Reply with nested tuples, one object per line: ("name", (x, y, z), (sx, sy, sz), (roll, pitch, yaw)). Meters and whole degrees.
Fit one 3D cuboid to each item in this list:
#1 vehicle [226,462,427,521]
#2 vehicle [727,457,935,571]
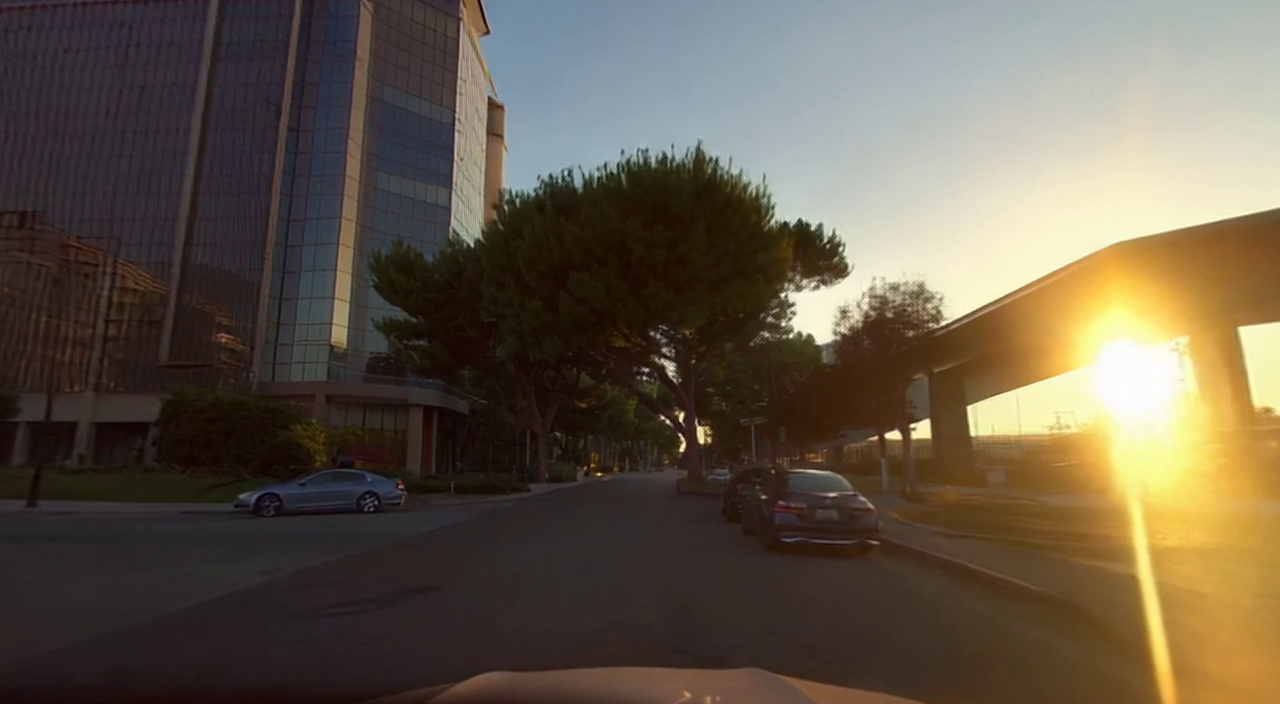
("vehicle", (-8.946, 3.969, 18.216), (4.770, 1.448, 1.983), (9, -14, -38))
("vehicle", (2.752, 2.485, 10.193), (2.073, 1.434, 3.899), (1, -11, -1))
